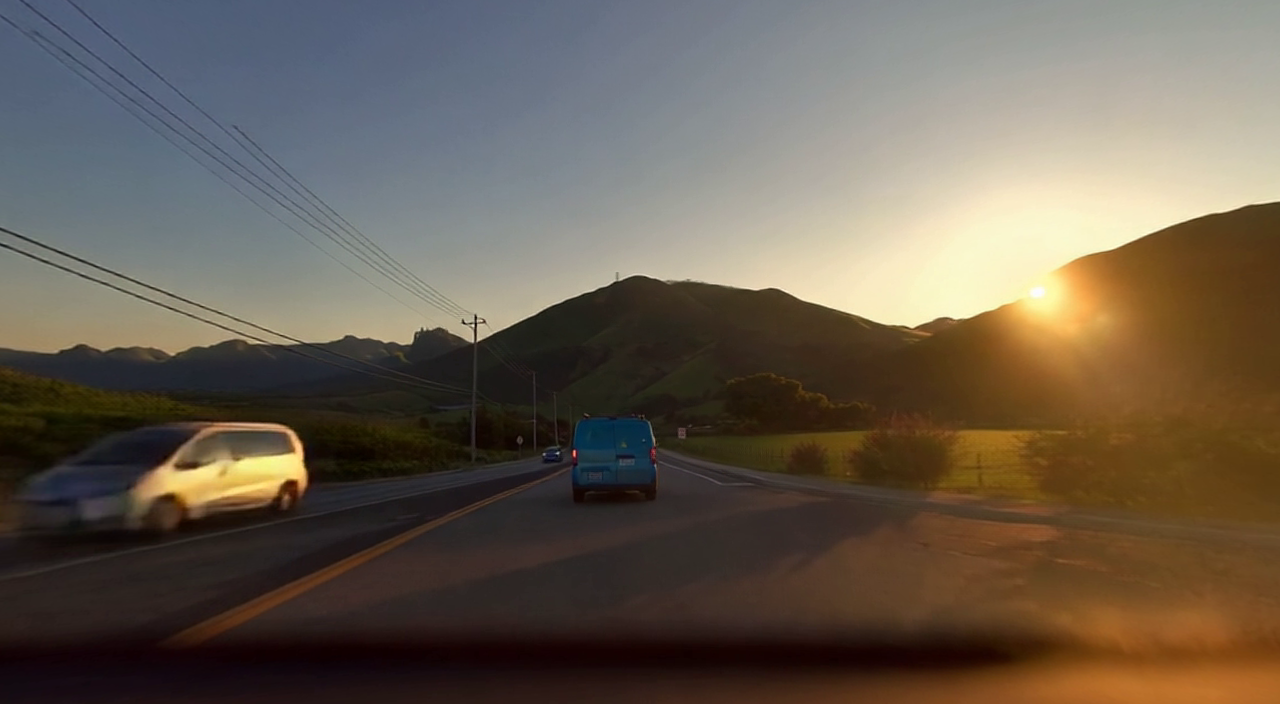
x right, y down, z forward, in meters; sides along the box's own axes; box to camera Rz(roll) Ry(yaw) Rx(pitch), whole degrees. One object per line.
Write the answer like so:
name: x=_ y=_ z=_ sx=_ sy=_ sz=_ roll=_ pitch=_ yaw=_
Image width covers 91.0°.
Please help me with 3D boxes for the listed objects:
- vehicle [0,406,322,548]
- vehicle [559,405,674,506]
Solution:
vehicle: x=-9.448 y=2.451 z=13.186 sx=2.260 sy=2.264 sz=5.982 roll=0 pitch=-8 yaw=2
vehicle: x=-0.607 y=2.556 z=15.823 sx=2.454 sy=2.144 sz=4.535 roll=0 pitch=-8 yaw=-3
